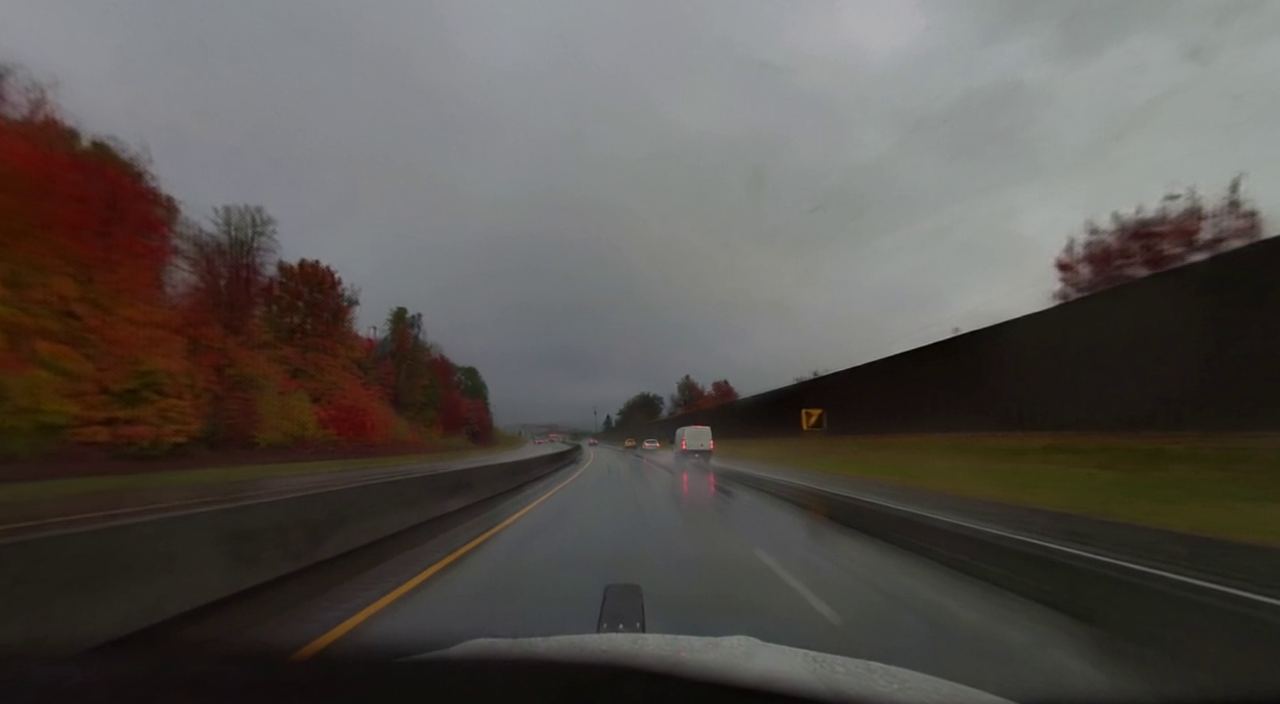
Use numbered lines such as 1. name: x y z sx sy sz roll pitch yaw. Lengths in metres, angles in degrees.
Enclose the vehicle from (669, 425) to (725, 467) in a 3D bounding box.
1. vehicle: 2.966 5.083 34.186 2.393 2.072 4.958 1 -8 -2
